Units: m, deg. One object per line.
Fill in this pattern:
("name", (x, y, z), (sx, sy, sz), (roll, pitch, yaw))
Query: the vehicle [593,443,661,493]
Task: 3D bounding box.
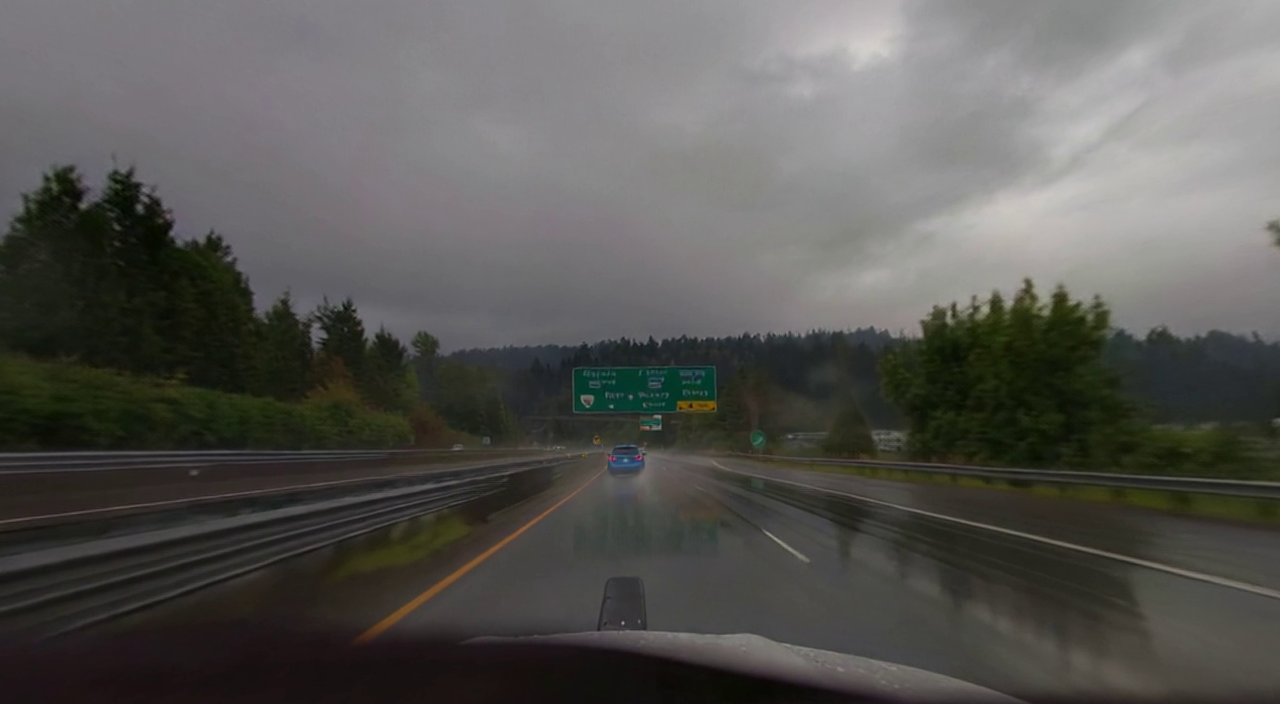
("vehicle", (-0.389, 3.854, 21.324), (2.069, 1.523, 4.012), (0, -9, 0))
